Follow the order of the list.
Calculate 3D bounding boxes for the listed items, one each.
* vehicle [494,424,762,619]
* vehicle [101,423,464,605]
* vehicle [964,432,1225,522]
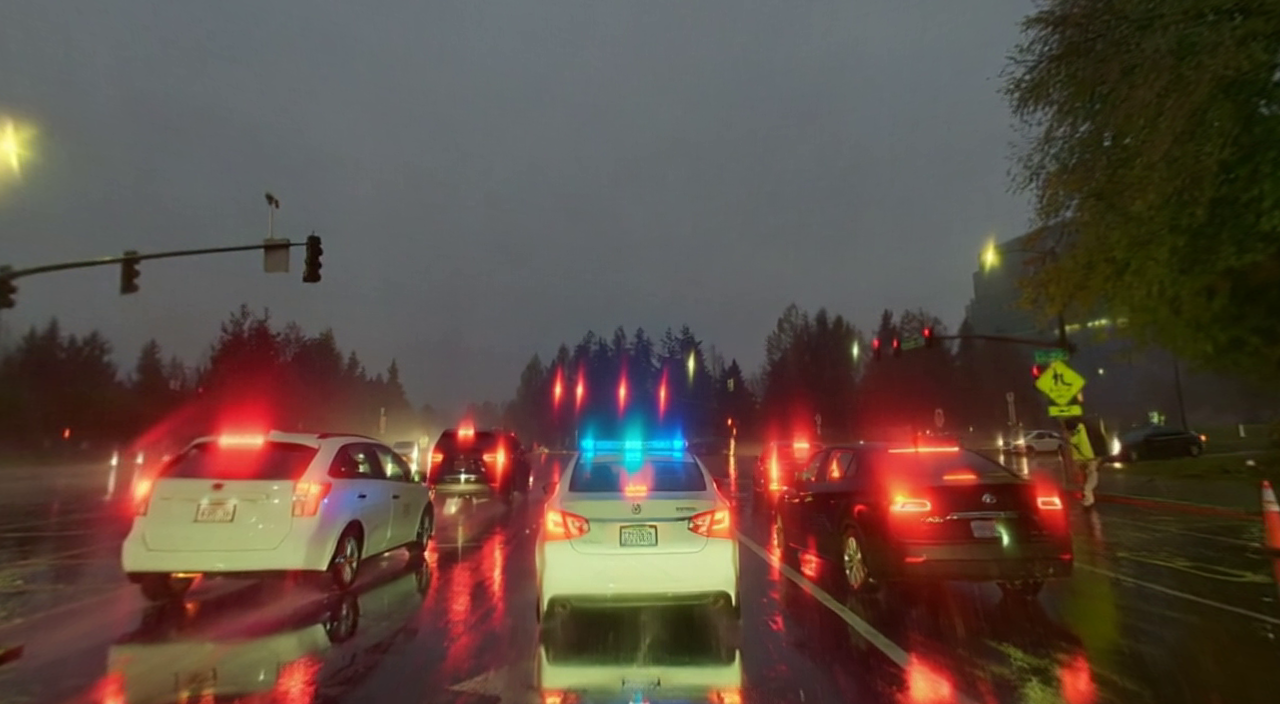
[{"bbox_3d":[-0.136,1.632,7.094,2.061,1.486,4.332,0,-8,-1],"label":"vehicle"},{"bbox_3d":[-3.604,1.676,7.402,1.863,1.526,4.006,0,-8,1],"label":"vehicle"},{"bbox_3d":[9.334,2.583,13.593,1.957,1.576,4.670,0,-9,-3],"label":"vehicle"}]
